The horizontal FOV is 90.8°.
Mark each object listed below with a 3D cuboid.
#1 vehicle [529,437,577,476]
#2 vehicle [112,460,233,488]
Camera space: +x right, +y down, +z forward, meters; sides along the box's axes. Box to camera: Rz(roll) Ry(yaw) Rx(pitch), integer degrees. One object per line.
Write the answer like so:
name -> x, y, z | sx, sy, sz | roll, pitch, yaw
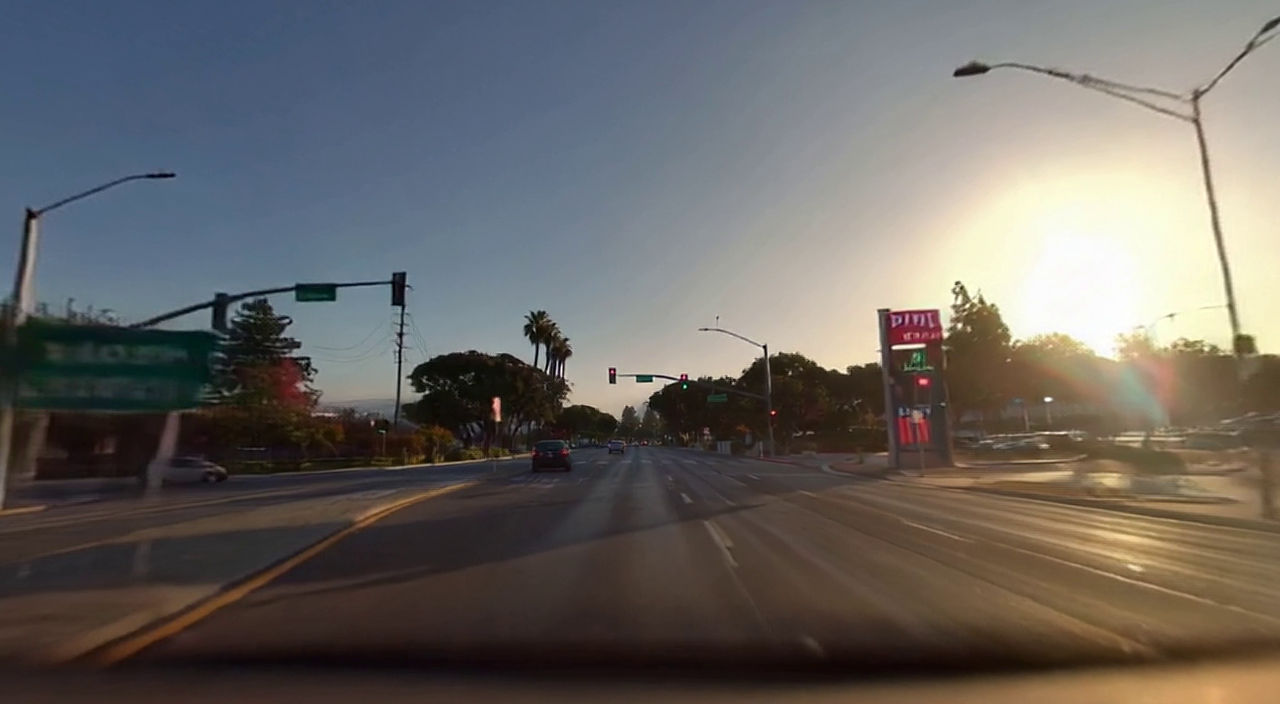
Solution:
vehicle -> -4.050, 4.767, 29.105 | 1.990, 1.639, 3.885 | 1, -8, -9
vehicle -> -25.129, 6.559, 34.092 | 4.854, 1.406, 2.060 | 0, -8, 0
